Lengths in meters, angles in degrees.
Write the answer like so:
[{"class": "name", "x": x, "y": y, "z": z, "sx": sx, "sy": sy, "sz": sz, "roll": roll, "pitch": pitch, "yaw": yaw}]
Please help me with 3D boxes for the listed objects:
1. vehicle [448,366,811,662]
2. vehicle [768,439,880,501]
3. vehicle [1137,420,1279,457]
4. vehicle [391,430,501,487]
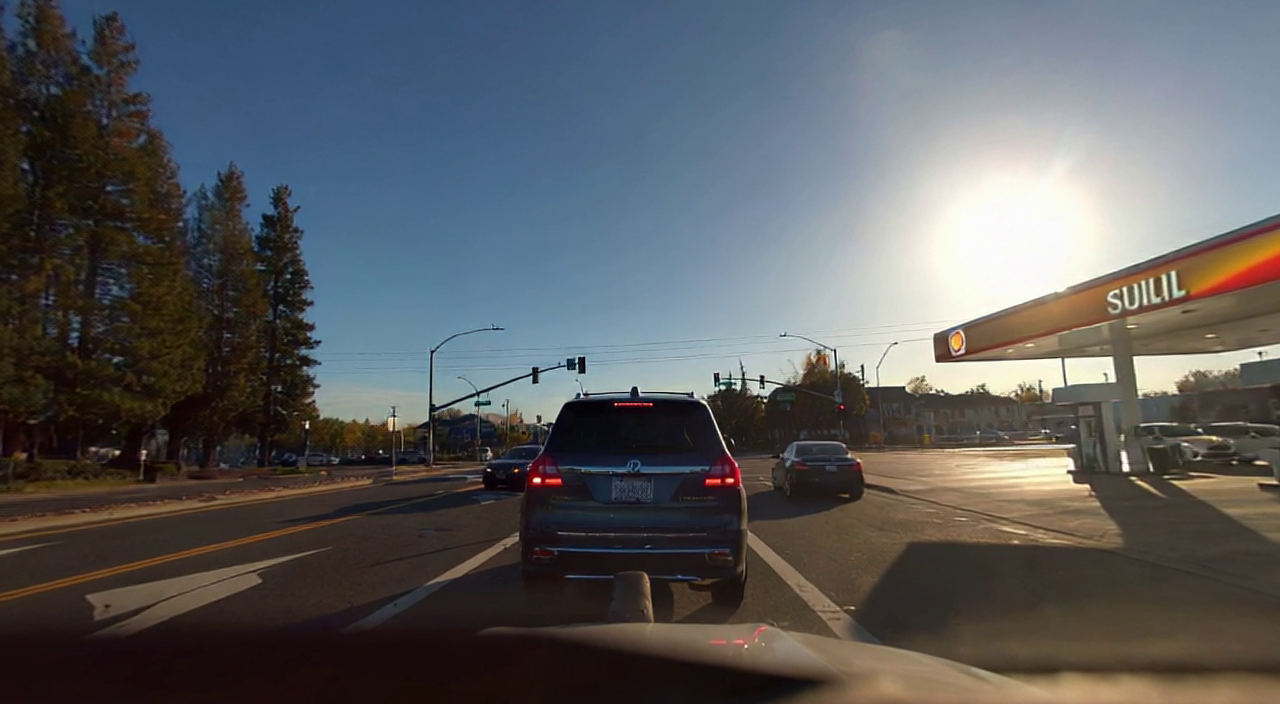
[{"class": "vehicle", "x": 0.011, "y": 1.320, "z": 6.134, "sx": 2.236, "sy": 1.819, "sz": 4.291, "roll": 0, "pitch": -9, "yaw": 2}, {"class": "vehicle", "x": 4.937, "y": 3.217, "z": 17.643, "sx": 2.041, "sy": 1.490, "sz": 4.471, "roll": -1, "pitch": -9, "yaw": 4}, {"class": "vehicle", "x": 25.944, "y": 3.967, "z": 28.775, "sx": 4.551, "sy": 1.616, "sz": 1.973, "roll": -2, "pitch": -9, "yaw": 11}, {"class": "vehicle", "x": -6.635, "y": 3.707, "z": 22.175, "sx": 2.065, "sy": 1.753, "sz": 4.525, "roll": -1, "pitch": -9, "yaw": 5}]
